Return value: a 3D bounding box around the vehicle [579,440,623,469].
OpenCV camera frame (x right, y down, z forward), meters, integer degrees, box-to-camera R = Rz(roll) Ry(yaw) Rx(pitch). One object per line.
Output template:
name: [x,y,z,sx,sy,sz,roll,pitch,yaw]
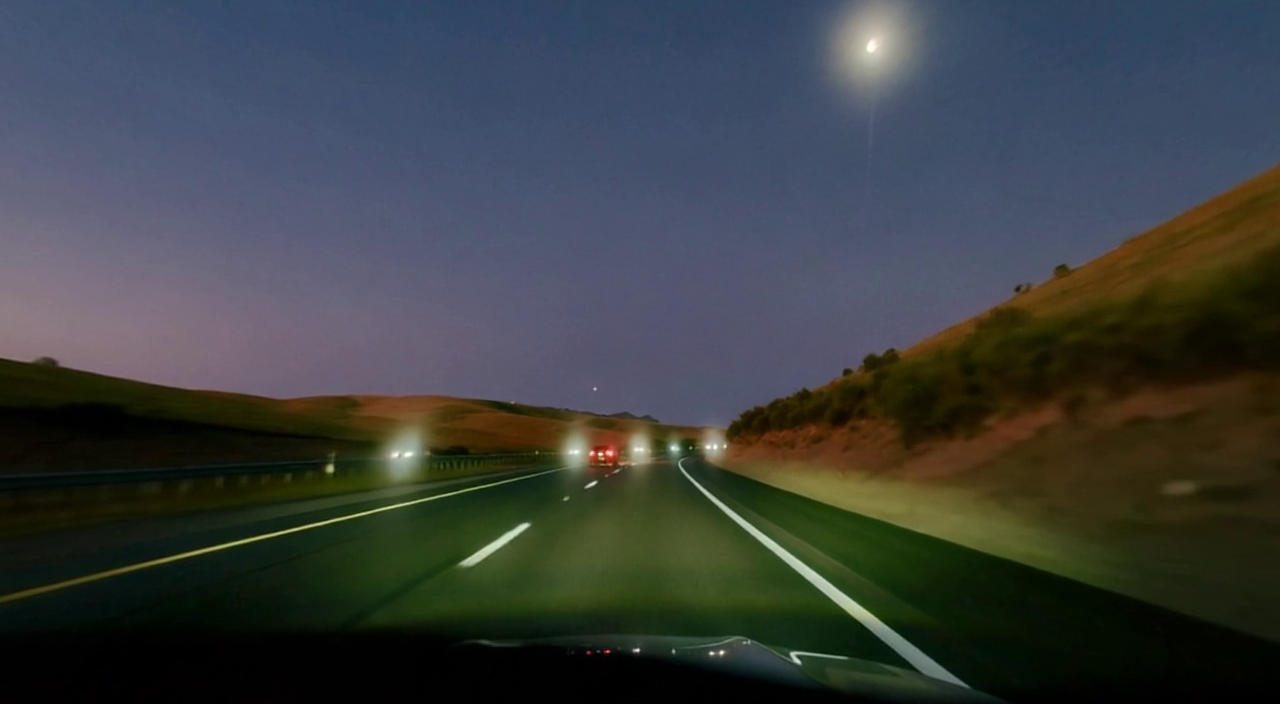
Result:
vehicle: [-2.421,6.536,40.572,2.252,1.743,4.560,-1,-9,3]
